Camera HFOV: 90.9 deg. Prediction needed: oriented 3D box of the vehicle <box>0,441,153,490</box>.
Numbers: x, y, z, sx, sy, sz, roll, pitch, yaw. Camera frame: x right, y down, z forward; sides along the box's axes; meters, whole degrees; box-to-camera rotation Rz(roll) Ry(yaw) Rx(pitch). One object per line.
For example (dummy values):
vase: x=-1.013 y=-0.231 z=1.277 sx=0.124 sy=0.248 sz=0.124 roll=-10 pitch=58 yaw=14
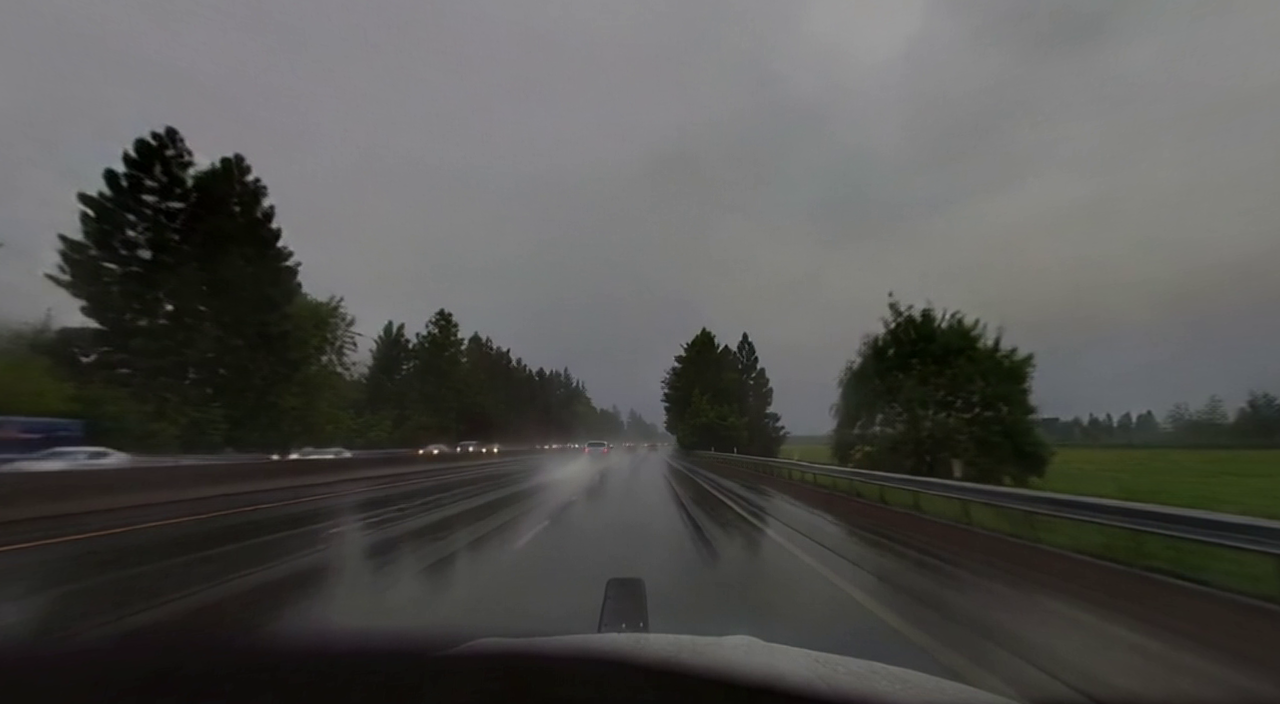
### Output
vehicle: x=-21.016 y=4.096 z=23.283 sx=1.975 sy=1.598 sz=5.004 roll=0 pitch=-8 yaw=1

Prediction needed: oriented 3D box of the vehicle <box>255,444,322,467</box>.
vehicle: x=-25.725 y=7.583 z=46.361 sx=1.986 sy=1.555 sz=4.851 roll=0 pitch=-8 yaw=2

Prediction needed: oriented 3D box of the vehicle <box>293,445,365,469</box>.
vehicle: x=-20.820 y=7.047 z=42.485 sx=2.288 sy=1.498 sz=4.813 roll=0 pitch=-8 yaw=1
